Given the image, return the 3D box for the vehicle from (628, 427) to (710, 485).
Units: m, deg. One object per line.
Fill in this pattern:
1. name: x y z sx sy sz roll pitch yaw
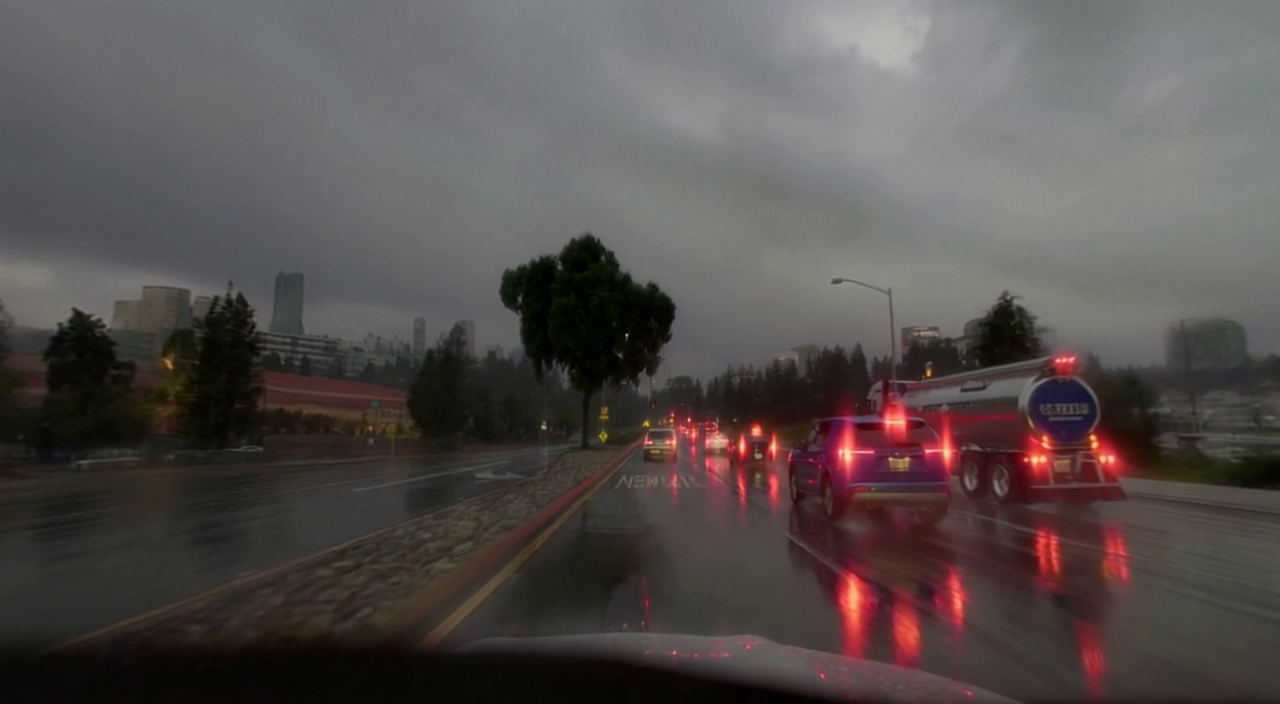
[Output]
1. vehicle: 0.793 3.030 18.554 2.148 1.488 4.002 0 -8 1

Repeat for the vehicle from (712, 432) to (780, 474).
1. vehicle: 4.040 3.931 24.654 1.917 1.475 4.081 0 -8 -1

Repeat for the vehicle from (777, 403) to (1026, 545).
1. vehicle: 3.714 1.838 10.089 2.045 1.729 4.532 0 -8 0

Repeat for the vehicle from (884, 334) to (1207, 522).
1. vehicle: 8.159 1.735 14.004 2.849 3.207 6.275 0 -8 -1
